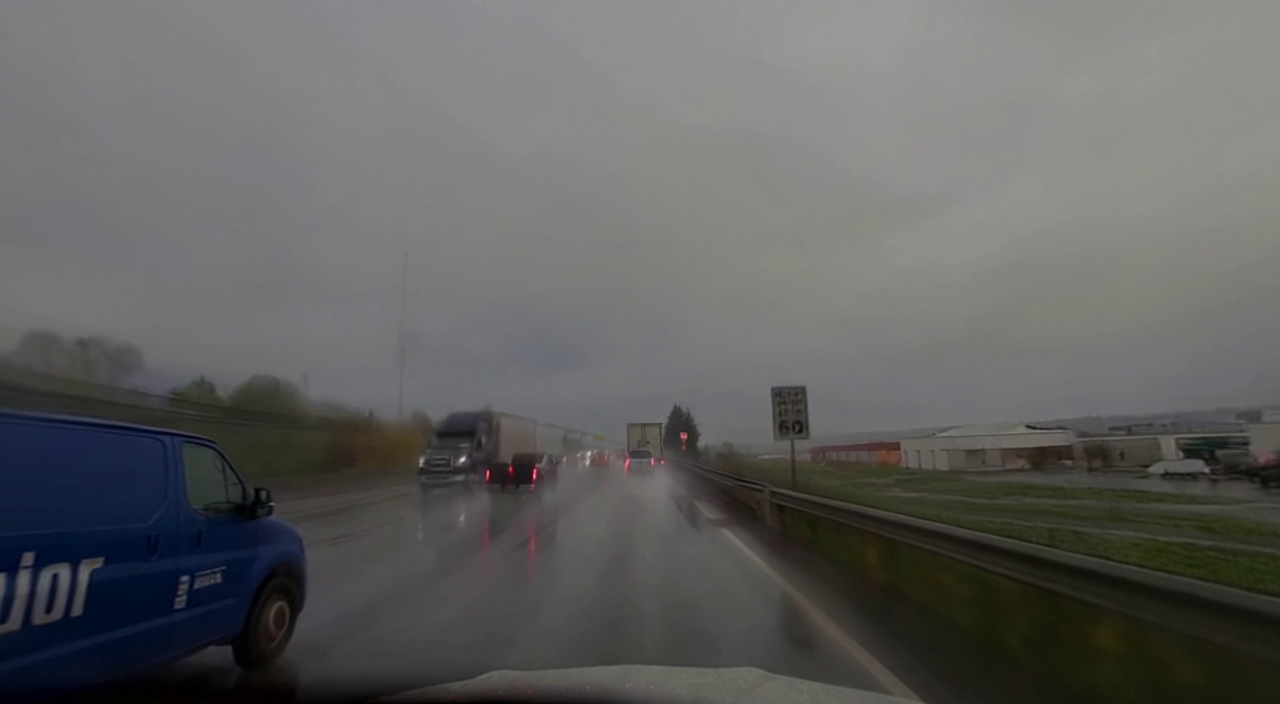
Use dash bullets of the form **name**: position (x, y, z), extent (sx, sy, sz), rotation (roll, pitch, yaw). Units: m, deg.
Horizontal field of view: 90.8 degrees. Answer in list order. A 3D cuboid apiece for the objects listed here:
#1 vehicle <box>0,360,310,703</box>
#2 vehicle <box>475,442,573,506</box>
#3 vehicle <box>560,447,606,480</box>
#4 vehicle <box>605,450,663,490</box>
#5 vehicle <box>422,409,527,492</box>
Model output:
- **vehicle**: position (-3.186, 0.816, 1.650), extent (2.117, 1.688, 4.582), rotation (0, -9, 0)
- **vehicle**: position (-3.171, 3.427, 18.177), extent (1.937, 1.600, 4.141), rotation (0, -9, 1)
- **vehicle**: position (-2.997, 5.960, 33.997), extent (1.994, 1.663, 4.047), rotation (0, -9, 1)
- **vehicle**: position (-0.211, 4.514, 24.472), extent (2.095, 1.393, 3.908), rotation (0, -9, 0)
- **vehicle**: position (-6.796, 4.162, 26.941), extent (2.633, 3.064, 6.542), rotation (-1, -9, 1)
